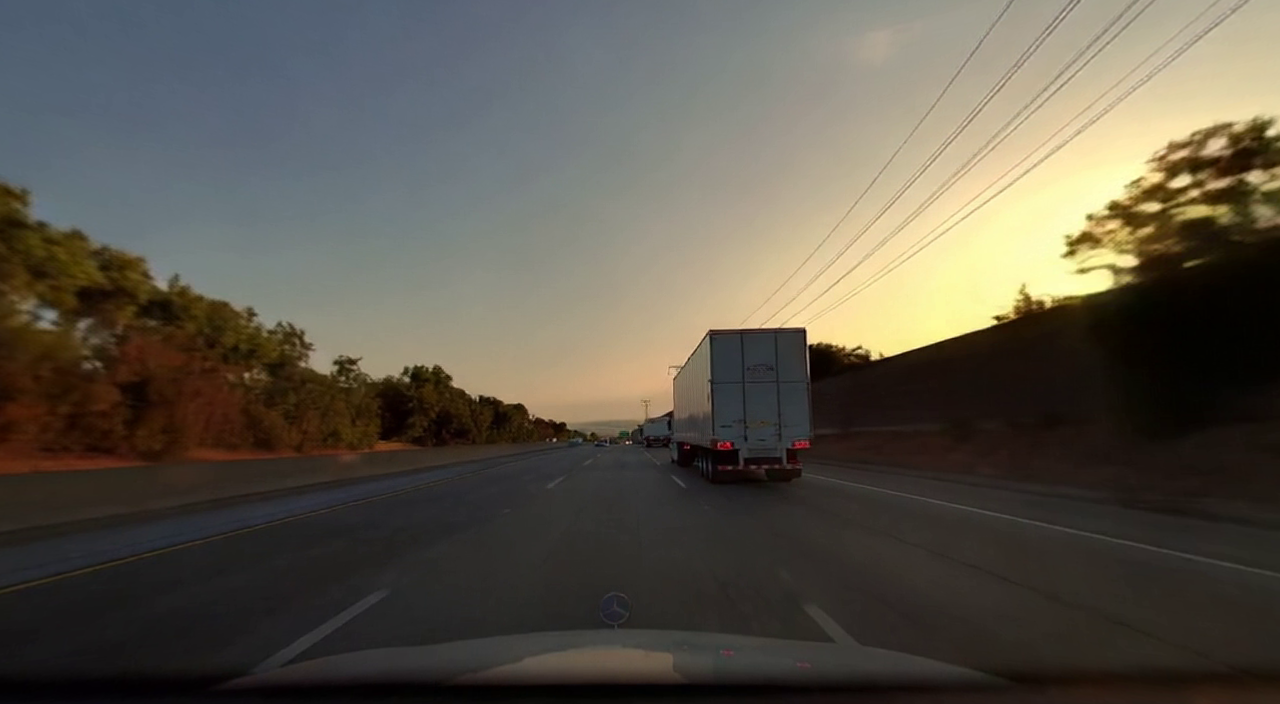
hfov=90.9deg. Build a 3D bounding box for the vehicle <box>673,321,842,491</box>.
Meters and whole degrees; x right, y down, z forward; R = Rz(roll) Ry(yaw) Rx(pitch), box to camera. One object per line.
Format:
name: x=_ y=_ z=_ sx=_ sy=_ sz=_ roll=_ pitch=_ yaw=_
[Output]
vehicle: x=3.153 y=2.224 z=22.192 sx=2.905 sy=4.080 sz=14.157 roll=0 pitch=-8 yaw=-1
